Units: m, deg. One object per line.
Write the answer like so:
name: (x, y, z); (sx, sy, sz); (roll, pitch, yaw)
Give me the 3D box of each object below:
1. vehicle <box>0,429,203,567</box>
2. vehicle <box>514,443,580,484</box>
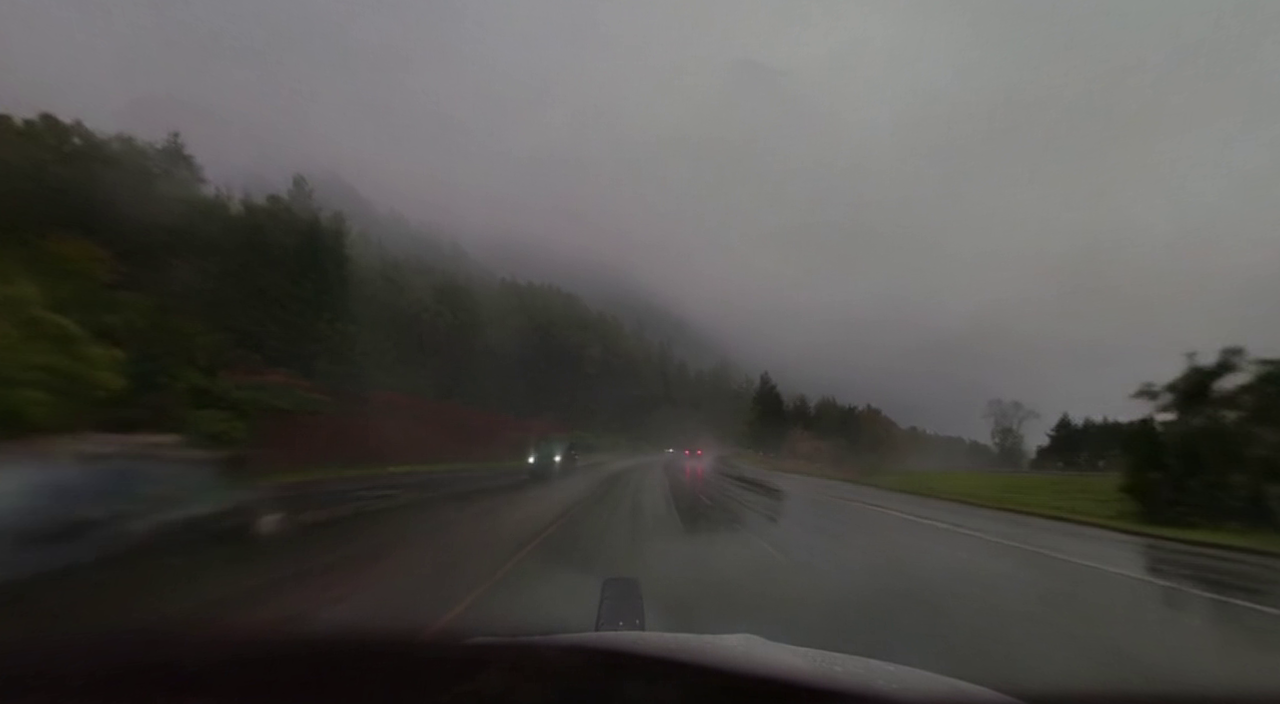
vehicle: (-9.079, 2.020, 9.162); (2.154, 1.715, 4.579); (0, -9, 0)
vehicle: (-4.923, 6.004, 34.471); (2.533, 2.001, 5.922); (-1, -9, 2)
